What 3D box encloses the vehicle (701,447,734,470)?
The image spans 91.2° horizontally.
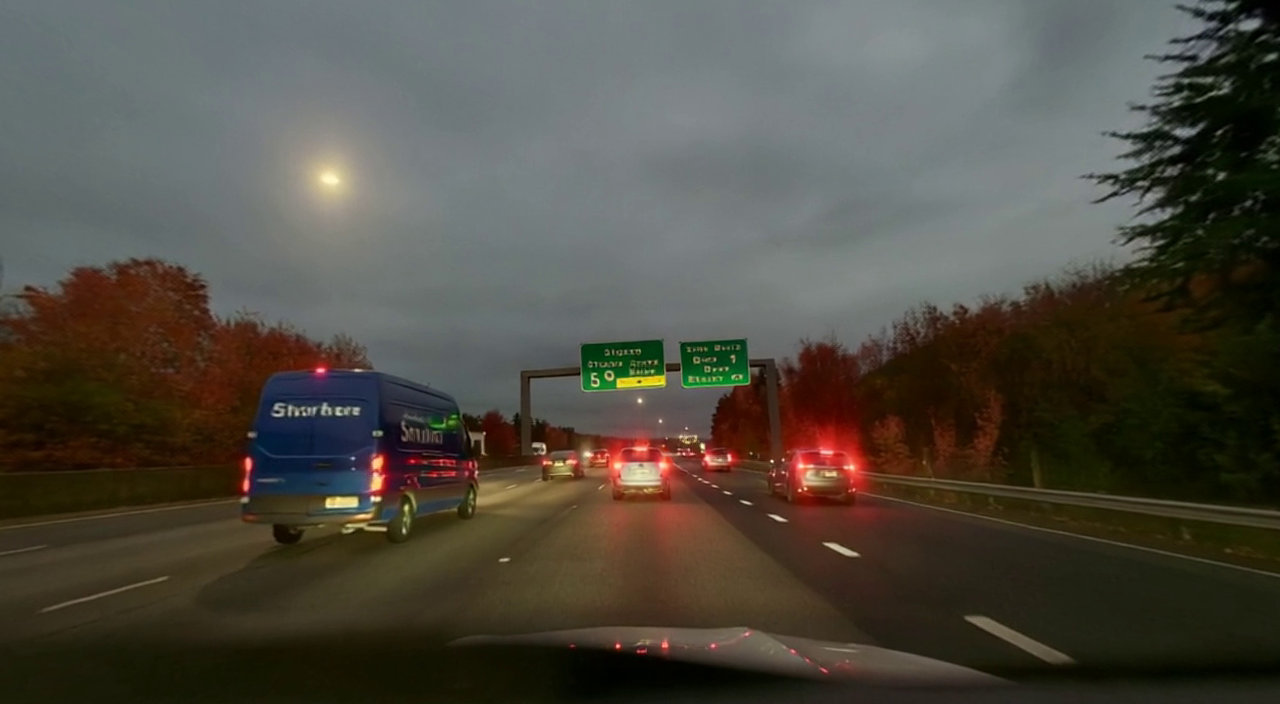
[{"bbox_3d":[5.511,7.642,45.124,1.962,1.503,4.432,-1,-9,2],"label":"vehicle"}]

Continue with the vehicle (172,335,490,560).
[{"bbox_3d":[-4.397,1.568,10.486,2.275,2.692,5.810,0,-9,0],"label":"vehicle"}]

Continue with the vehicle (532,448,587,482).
[{"bbox_3d":[-3.759,5.353,29.998,2.015,1.496,4.312,0,-9,1],"label":"vehicle"}]

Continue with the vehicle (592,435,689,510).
[{"bbox_3d":[0.019,3.051,16.326,2.195,1.679,4.070,0,-9,1],"label":"vehicle"}]
